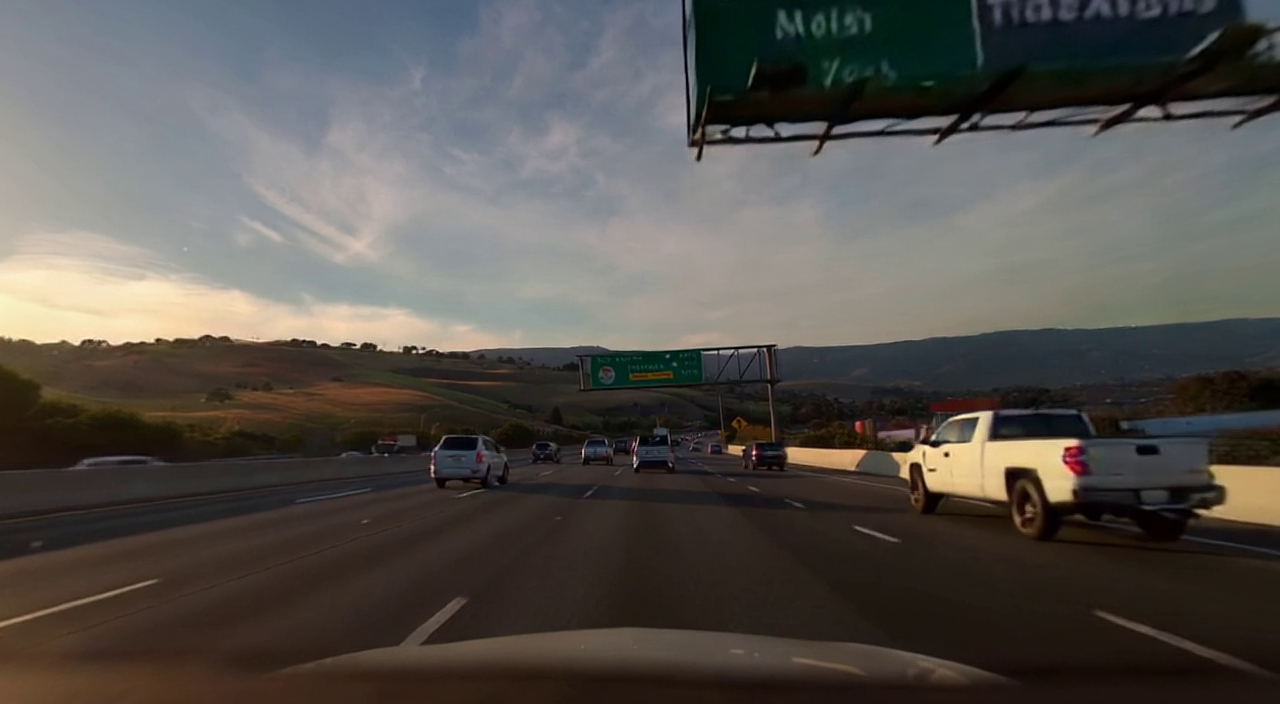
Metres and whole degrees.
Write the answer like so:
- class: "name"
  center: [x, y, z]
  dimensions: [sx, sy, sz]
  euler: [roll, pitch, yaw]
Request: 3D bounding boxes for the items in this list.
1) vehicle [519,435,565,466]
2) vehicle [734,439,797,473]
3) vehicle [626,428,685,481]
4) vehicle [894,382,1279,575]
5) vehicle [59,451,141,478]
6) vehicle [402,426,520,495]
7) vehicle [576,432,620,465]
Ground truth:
- class: "vehicle"
  center: [-6.101, 6.231, 39.861]
  dimensions: [2.036, 1.813, 4.564]
  euler: [-1, -8, 2]
- class: "vehicle"
  center: [5.736, 4.815, 29.386]
  dimensions: [1.998, 1.456, 4.338]
  euler: [0, -8, -1]
- class: "vehicle"
  center: [0.556, 3.844, 23.854]
  dimensions: [2.052, 1.808, 3.898]
  euler: [0, -8, 1]
- class: "vehicle"
  center: [5.499, 1.571, 8.535]
  dimensions: [2.029, 1.859, 4.669]
  euler: [0, -8, -1]
- class: "vehicle"
  center: [-29.230, 6.092, 34.271]
  dimensions: [1.461, 1.361, 3.314]
  euler: [0, -8, 1]
- class: "vehicle"
  center: [-5.280, 3.278, 19.427]
  dimensions: [2.160, 1.799, 5.001]
  euler: [0, -8, 0]
- class: "vehicle"
  center: [-2.619, 6.273, 41.014]
  dimensions: [2.316, 1.999, 5.765]
  euler: [0, -8, 1]
